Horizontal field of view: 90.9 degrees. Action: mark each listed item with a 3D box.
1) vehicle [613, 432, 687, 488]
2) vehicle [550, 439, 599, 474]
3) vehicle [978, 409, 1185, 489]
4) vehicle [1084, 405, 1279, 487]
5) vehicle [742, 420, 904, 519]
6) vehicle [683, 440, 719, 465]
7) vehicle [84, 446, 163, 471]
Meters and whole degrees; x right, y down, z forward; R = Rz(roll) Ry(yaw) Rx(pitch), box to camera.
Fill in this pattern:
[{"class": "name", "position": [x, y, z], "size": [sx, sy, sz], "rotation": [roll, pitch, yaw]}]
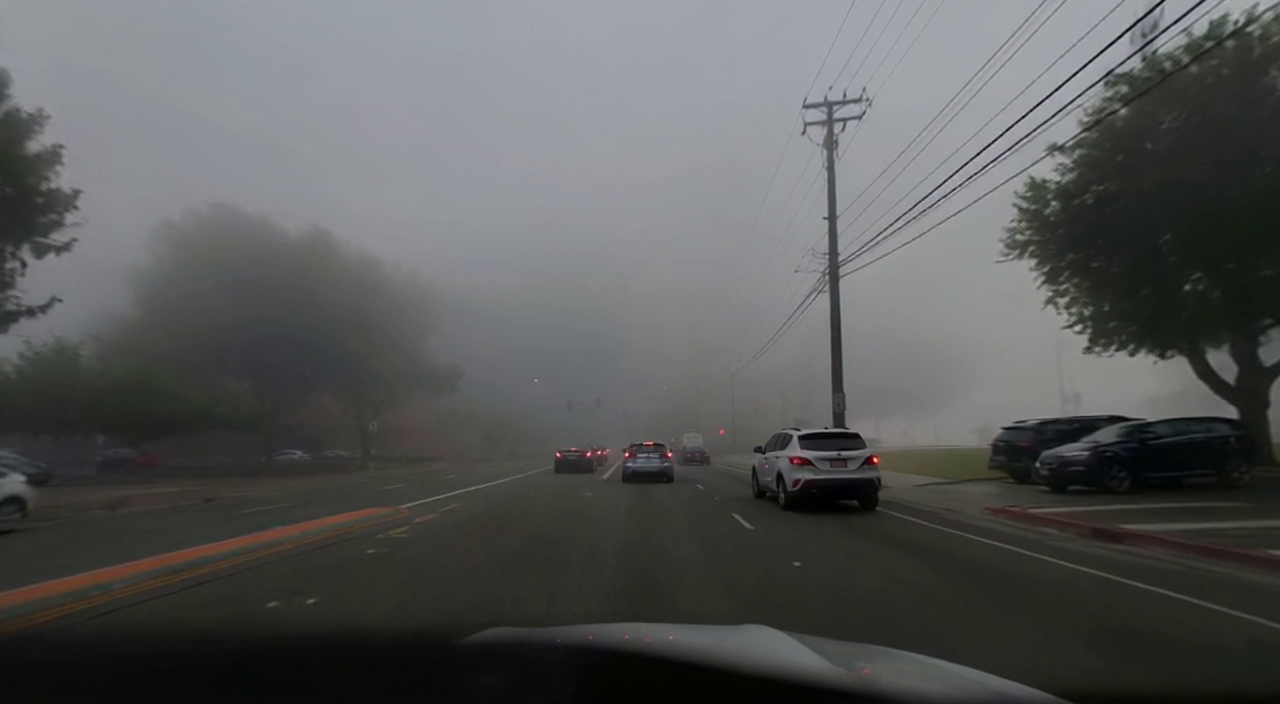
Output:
[{"class": "vehicle", "position": [0.303, 3.517, 20.849], "size": [2.200, 1.653, 4.127], "rotation": [0, -8, 0]}, {"class": "vehicle", "position": [-2.965, 4.813, 29.354], "size": [2.104, 1.488, 4.546], "rotation": [0, -8, -4]}, {"class": "vehicle", "position": [11.600, 2.607, 17.157], "size": [2.238, 1.845, 4.874], "rotation": [0, -8, 3]}, {"class": "vehicle", "position": [14.232, 2.467, 16.568], "size": [2.146, 1.837, 4.512], "rotation": [-1, -8, 6]}, {"class": "vehicle", "position": [3.572, 2.384, 13.308], "size": [2.024, 1.711, 4.512], "rotation": [0, -8, 0]}, {"class": "vehicle", "position": [3.985, 6.639, 41.782], "size": [1.880, 1.503, 4.130], "rotation": [0, -8, -1]}, {"class": "vehicle", "position": [-37.667, 7.758, 46.128], "size": [1.882, 1.753, 4.517], "rotation": [0, -8, 0]}]
